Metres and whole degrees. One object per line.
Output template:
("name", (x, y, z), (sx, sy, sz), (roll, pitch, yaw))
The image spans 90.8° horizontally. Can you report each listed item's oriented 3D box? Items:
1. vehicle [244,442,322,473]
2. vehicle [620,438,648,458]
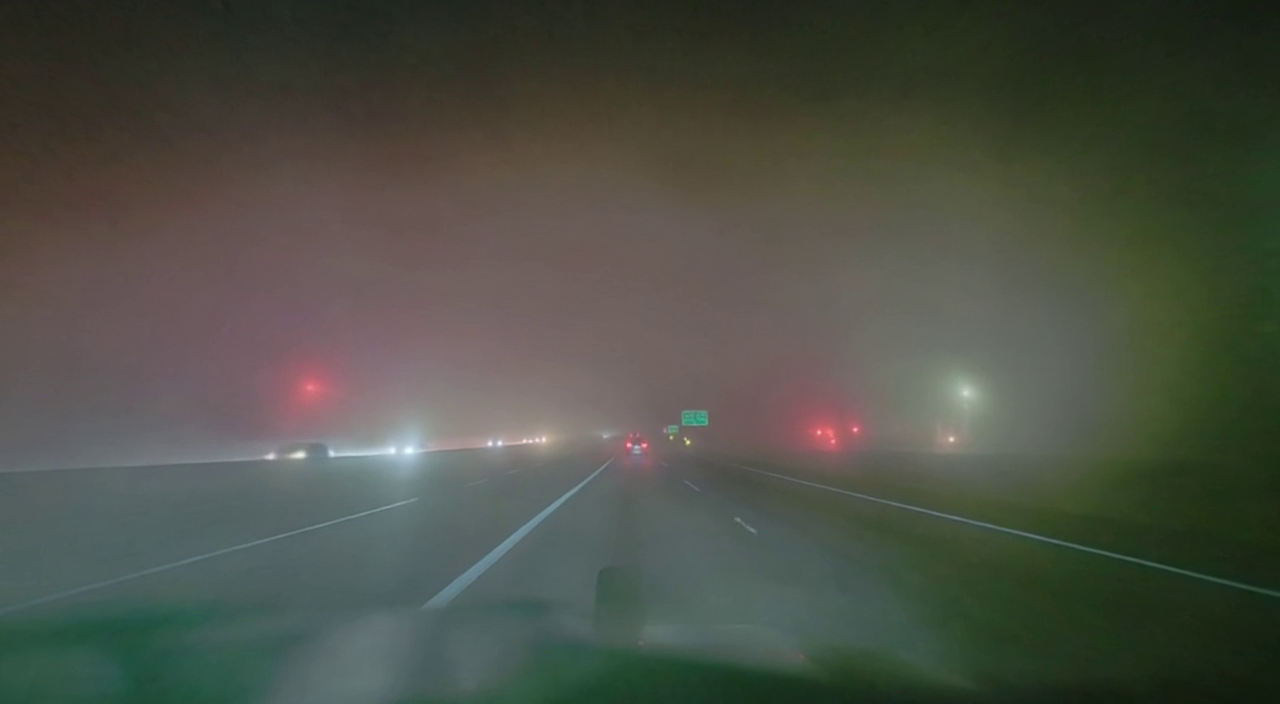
("vehicle", (-21.058, 6.235, 37.522), (1.927, 1.699, 4.713), (0, -9, 0))
("vehicle", (-0.510, 7.316, 48.002), (2.025, 1.460, 4.189), (0, -9, -1))
